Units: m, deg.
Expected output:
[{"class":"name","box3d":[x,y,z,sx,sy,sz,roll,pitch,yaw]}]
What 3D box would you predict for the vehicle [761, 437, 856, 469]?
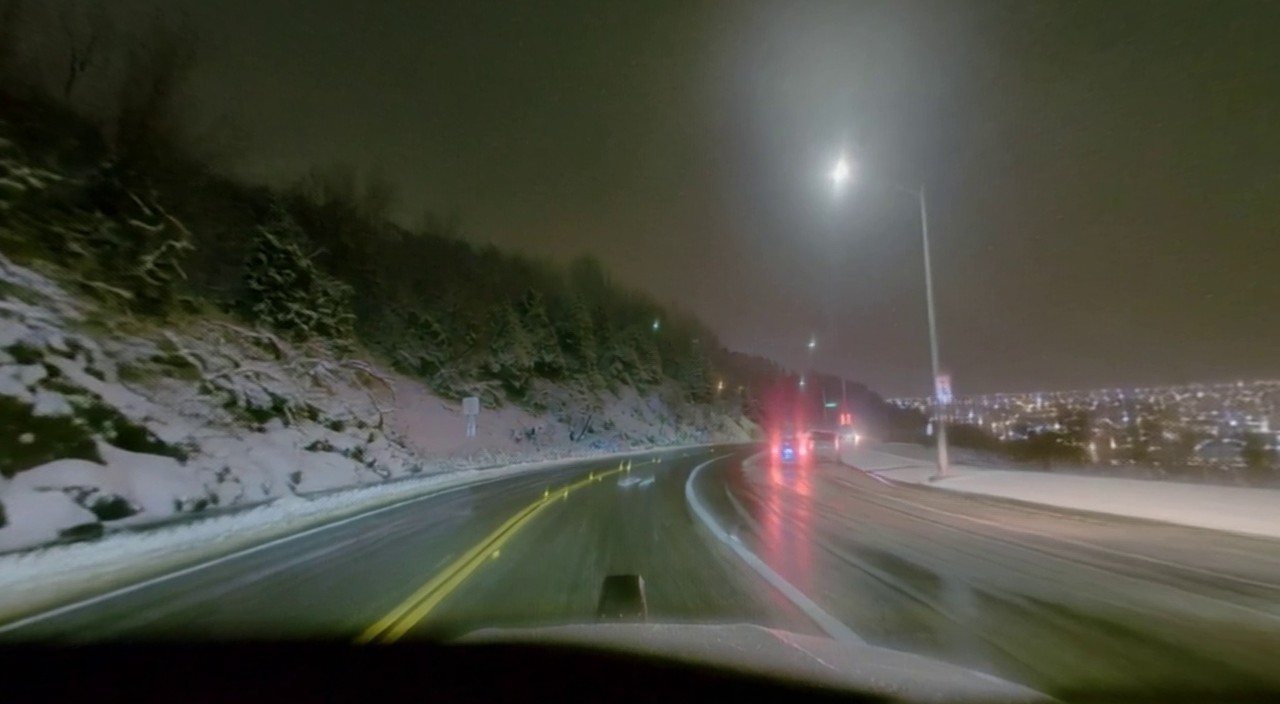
[{"class":"vehicle","box3d":[9.036,5.345,33.785,4.963,1.585,2.155,5,-9,-34]}]
